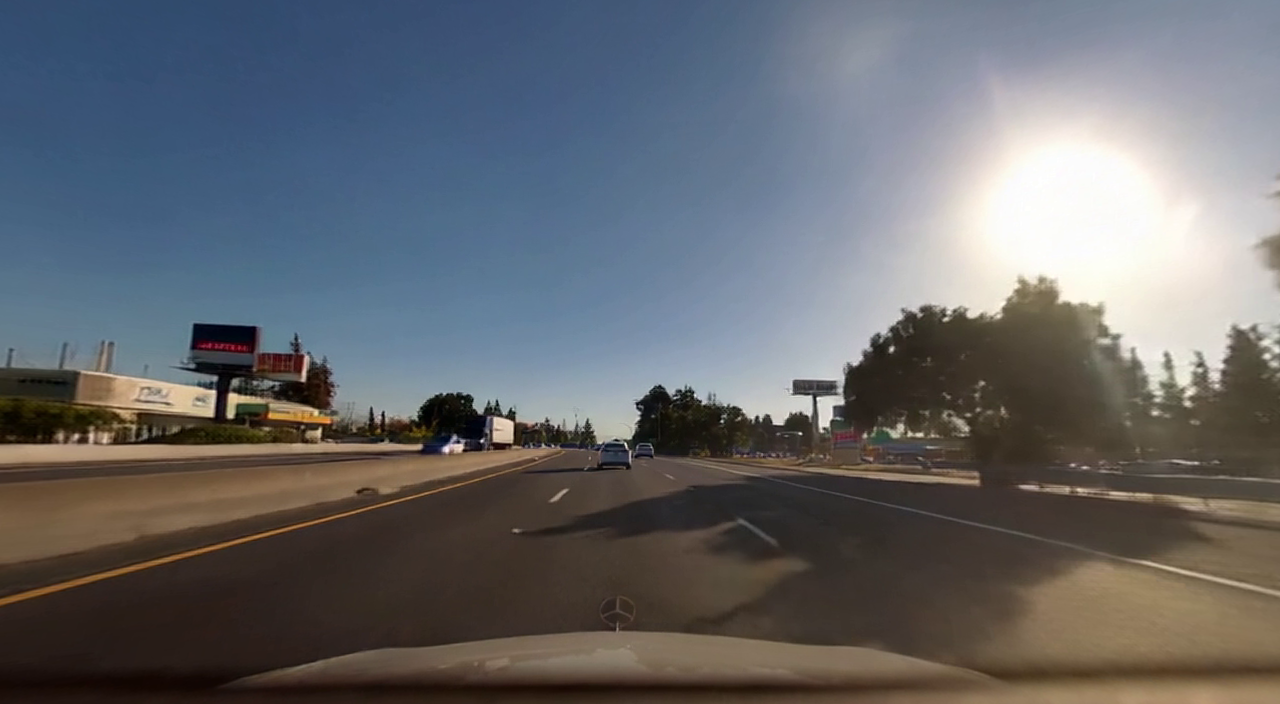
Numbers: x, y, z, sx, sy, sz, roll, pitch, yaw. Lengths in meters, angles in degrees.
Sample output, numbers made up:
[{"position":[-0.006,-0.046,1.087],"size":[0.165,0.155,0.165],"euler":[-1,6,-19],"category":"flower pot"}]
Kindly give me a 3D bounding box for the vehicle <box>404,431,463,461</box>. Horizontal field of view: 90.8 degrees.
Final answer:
[{"position":[-12.533,5.783,38.701],"size":[2.089,1.685,4.849],"euler":[0,-9,-2],"category":"vehicle"}]

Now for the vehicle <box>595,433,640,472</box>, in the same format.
[{"position":[-1.242,5.248,33.042],"size":[2.155,1.856,4.796],"euler":[0,-9,-3],"category":"vehicle"}]
